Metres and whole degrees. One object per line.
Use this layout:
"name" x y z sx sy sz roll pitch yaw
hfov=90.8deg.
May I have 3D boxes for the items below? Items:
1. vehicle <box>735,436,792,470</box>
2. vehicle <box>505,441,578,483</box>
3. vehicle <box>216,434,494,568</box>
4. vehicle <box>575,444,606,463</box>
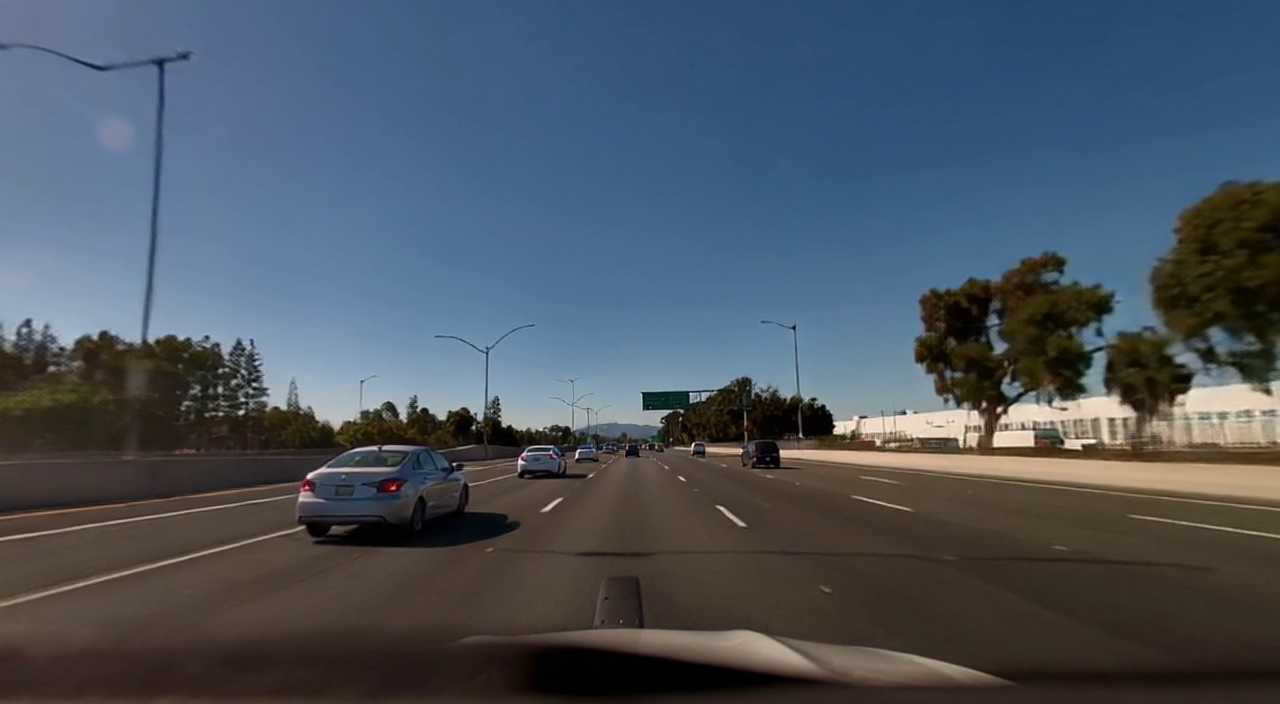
"vehicle" 6.833 5.632 35.439 2.147 1.769 4.666 0 -9 -1
"vehicle" -3.719 4.272 24.757 2.047 1.469 4.614 0 -9 1
"vehicle" -3.586 1.939 9.026 1.959 1.433 4.291 0 -9 0
"vehicle" -3.867 7.985 49.772 2.078 1.464 4.093 0 -9 0
